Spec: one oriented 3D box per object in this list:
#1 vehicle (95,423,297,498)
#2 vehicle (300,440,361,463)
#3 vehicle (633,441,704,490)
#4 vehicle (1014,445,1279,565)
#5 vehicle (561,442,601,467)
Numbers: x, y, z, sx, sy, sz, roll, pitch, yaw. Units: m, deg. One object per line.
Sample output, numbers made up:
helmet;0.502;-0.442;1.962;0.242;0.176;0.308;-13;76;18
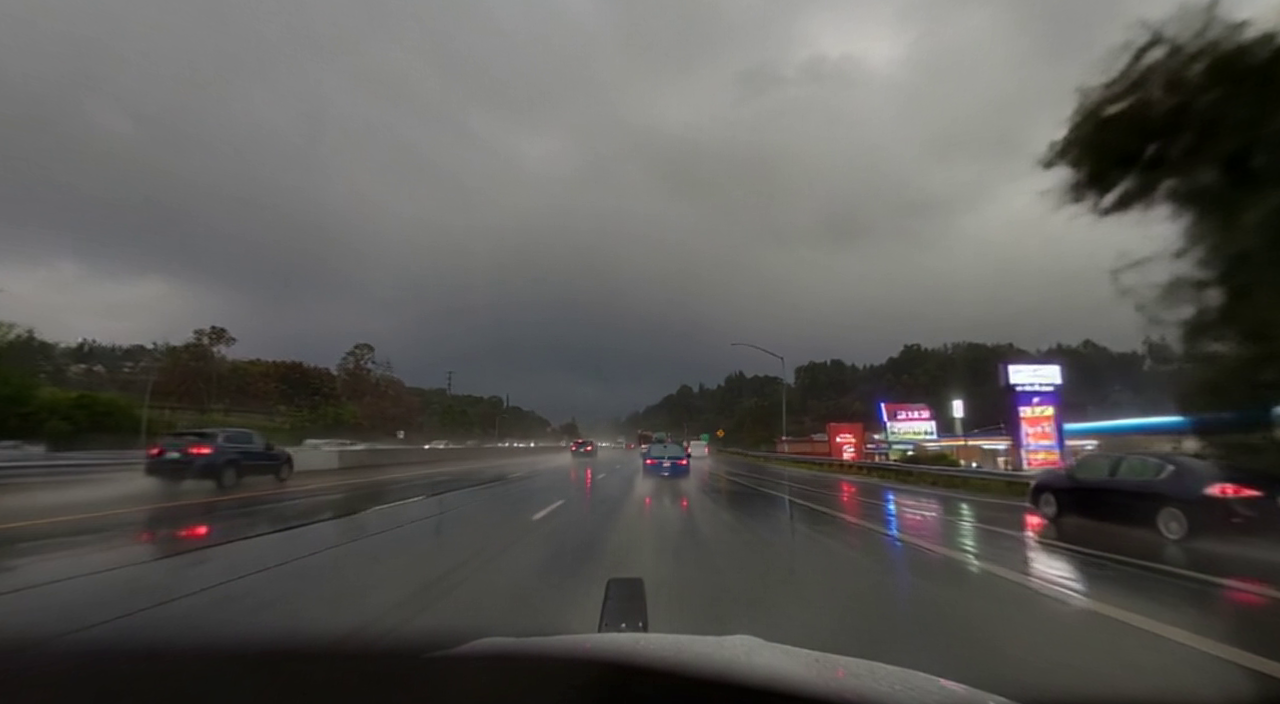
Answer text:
vehicle;-11.168;2.745;16.368;1.950;1.664;4.403;0;-8;1
vehicle;-20.964;6.718;42.913;1.820;1.474;4.497;0;-8;1
vehicle;0.863;3.709;21.030;2.113;1.464;4.073;0;-8;0
vehicle;8.375;2.220;10.047;2.030;1.442;4.358;0;-8;-2
vehicle;-3.670;6.503;40.158;2.047;1.497;4.208;0;-8;2
